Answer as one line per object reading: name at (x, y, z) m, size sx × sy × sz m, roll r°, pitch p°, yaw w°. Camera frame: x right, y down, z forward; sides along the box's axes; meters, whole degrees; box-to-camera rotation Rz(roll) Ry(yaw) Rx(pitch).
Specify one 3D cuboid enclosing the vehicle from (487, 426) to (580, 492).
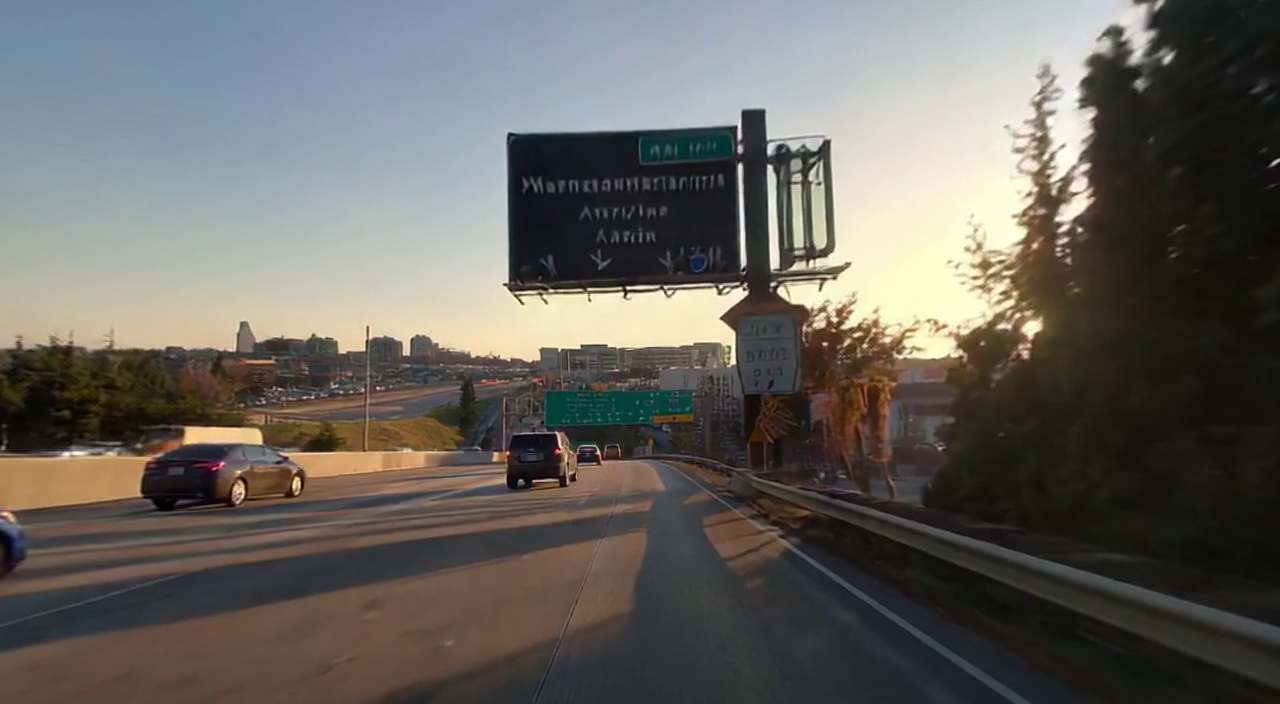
vehicle at (-3.500, 3.660, 21.923) m, size 2.301 × 1.985 × 5.247 m, roll 0°, pitch -8°, yaw 0°

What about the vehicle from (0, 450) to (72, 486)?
vehicle at (-30.784, 5.645, 30.897) m, size 1.826 × 1.651 × 4.480 m, roll 0°, pitch -8°, yaw -2°

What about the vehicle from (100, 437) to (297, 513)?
vehicle at (-11.053, 3.051, 16.285) m, size 1.919 × 1.665 × 4.394 m, roll 0°, pitch -8°, yaw -1°
